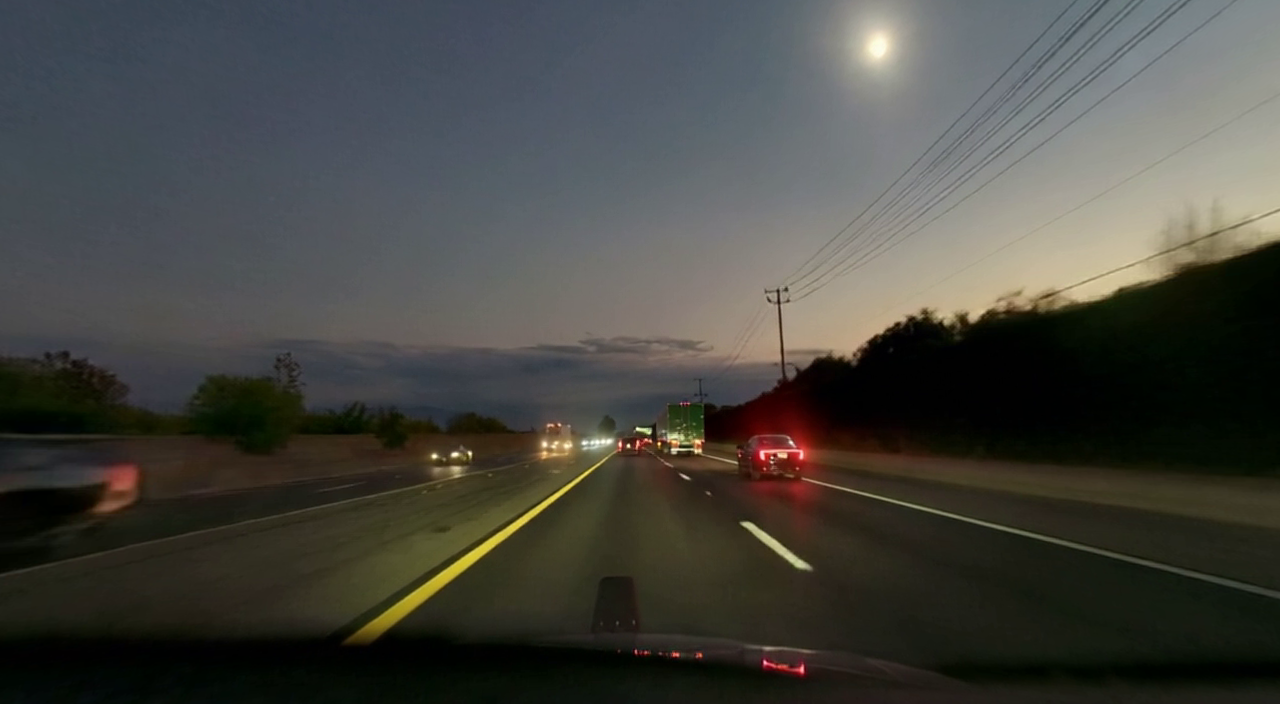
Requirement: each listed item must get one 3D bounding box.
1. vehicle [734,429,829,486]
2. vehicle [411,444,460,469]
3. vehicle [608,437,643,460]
[{"bbox_3d":[4.259,3.202,19.597,1.930,1.573,3.853,0,-8,-2],"label":"vehicle"},{"bbox_3d":[-13.673,6.964,42.417,1.837,1.523,4.377,0,-8,-1],"label":"vehicle"},{"bbox_3d":[-0.960,6.325,41.612,2.163,1.466,3.693,0,-8,-1],"label":"vehicle"}]
